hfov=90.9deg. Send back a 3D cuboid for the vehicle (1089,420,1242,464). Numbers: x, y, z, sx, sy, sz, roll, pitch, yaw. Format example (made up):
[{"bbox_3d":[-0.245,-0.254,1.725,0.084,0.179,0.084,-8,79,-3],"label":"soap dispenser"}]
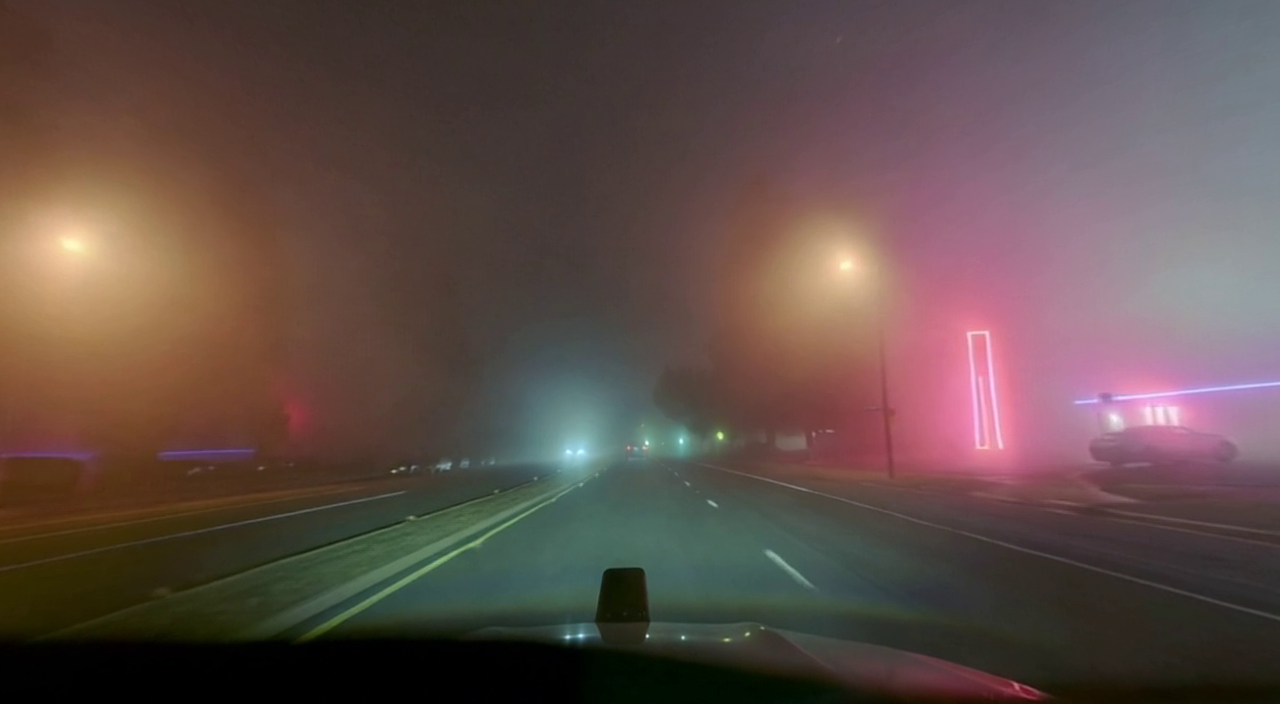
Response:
[{"bbox_3d":[22.737,3.963,27.618,2.217,1.737,4.962,1,-9,-3],"label":"vehicle"}]

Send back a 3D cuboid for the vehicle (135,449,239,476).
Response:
[{"bbox_3d":[-27.182,6.643,37.942,4.591,1.566,2.133,0,-9,-2],"label":"vehicle"}]

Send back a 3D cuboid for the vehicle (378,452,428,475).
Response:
[{"bbox_3d":[-18.618,8.725,49.697,1.959,1.682,4.628,0,-9,3],"label":"vehicle"}]

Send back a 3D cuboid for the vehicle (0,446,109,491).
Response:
[{"bbox_3d":[-26.443,4.981,27.267,4.979,1.829,2.087,0,-9,2],"label":"vehicle"}]
